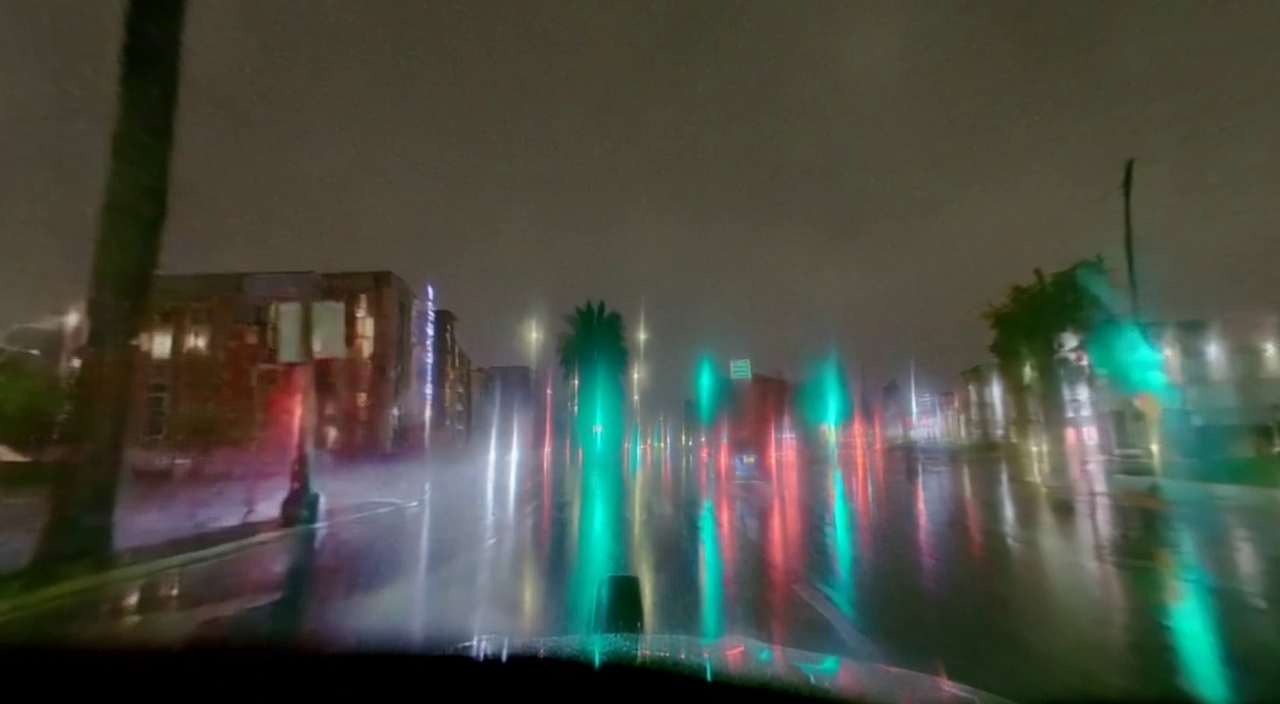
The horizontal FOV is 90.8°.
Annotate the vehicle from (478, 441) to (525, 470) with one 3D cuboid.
[{"bbox_3d":[-8.849,6.631,40.724,2.010,1.718,4.443,0,-8,1],"label":"vehicle"}]

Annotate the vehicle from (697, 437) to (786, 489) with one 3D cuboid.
[{"bbox_3d":[3.044,3.443,19.916,1.964,1.448,4.295,0,-8,-2],"label":"vehicle"}]
